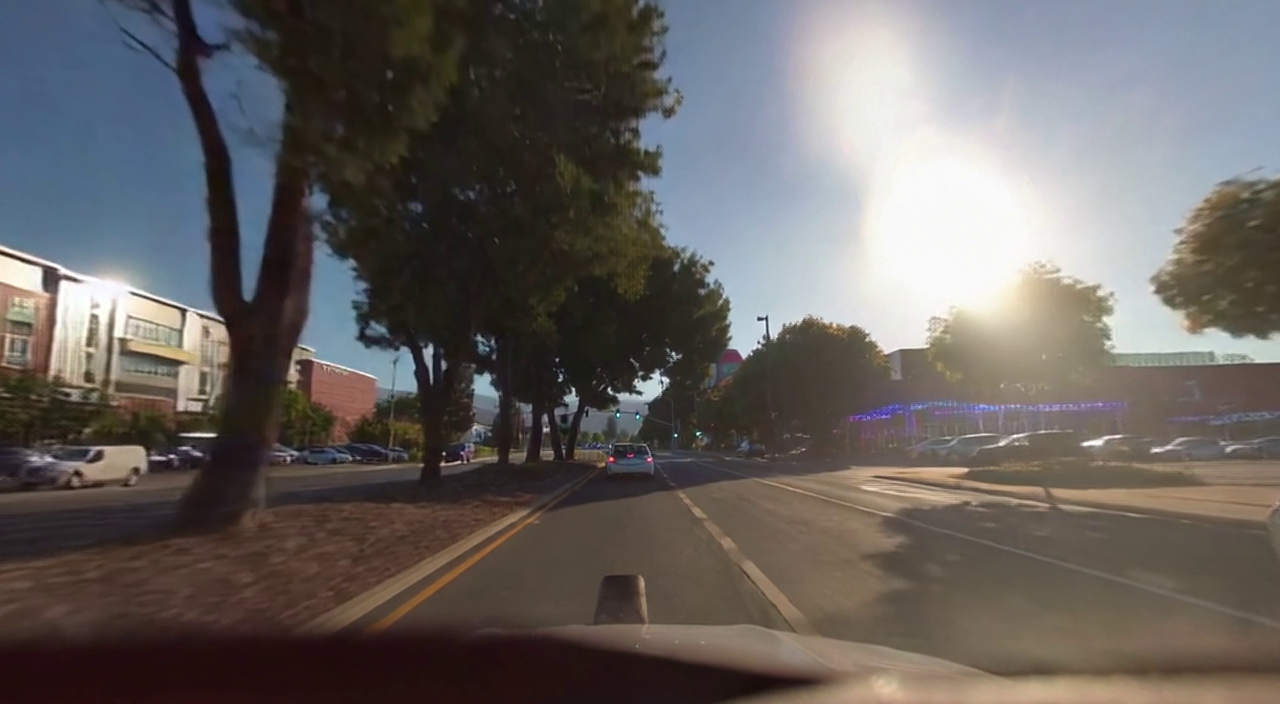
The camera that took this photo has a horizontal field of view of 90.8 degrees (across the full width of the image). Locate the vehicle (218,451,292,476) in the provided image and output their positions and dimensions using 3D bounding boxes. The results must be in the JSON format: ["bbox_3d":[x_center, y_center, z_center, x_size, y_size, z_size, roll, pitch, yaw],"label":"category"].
[{"bbox_3d":[-24.780,7.177,40.889,1.893,1.451,4.809,0,-8,-1],"label":"vehicle"}]

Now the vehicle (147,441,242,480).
[{"bbox_3d":[-24.735,6.001,35.324,2.003,1.958,4.810,0,-8,-3],"label":"vehicle"}]

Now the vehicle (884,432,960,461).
[{"bbox_3d":[18.685,6.318,42.242,2.253,1.771,5.722,0,-8,-2],"label":"vehicle"}]

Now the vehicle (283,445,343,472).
[{"bbox_3d":[-24.330,7.911,47.230,1.985,1.821,4.774,0,-8,0],"label":"vehicle"}]

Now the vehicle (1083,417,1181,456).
[{"bbox_3d":[32.795,5.700,42.339,2.209,2.346,5.394,-2,-8,2],"label":"vehicle"}]

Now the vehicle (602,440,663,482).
[{"bbox_3d":[-0.306,4.188,24.613,2.185,1.473,3.925,0,-8,-1],"label":"vehicle"}]

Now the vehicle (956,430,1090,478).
[{"bbox_3d":[15.900,4.274,26.687,2.377,1.783,5.145,0,-8,-1],"label":"vehicle"}]

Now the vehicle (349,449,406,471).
[{"bbox_3d":[-19.456,8.036,47.107,2.083,1.481,5.103,0,-8,0],"label":"vehicle"}]

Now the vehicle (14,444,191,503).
[{"bbox_3d":[-19.281,4.307,23.084,2.129,1.794,4.967,-2,-8,-1],"label":"vehicle"}]
